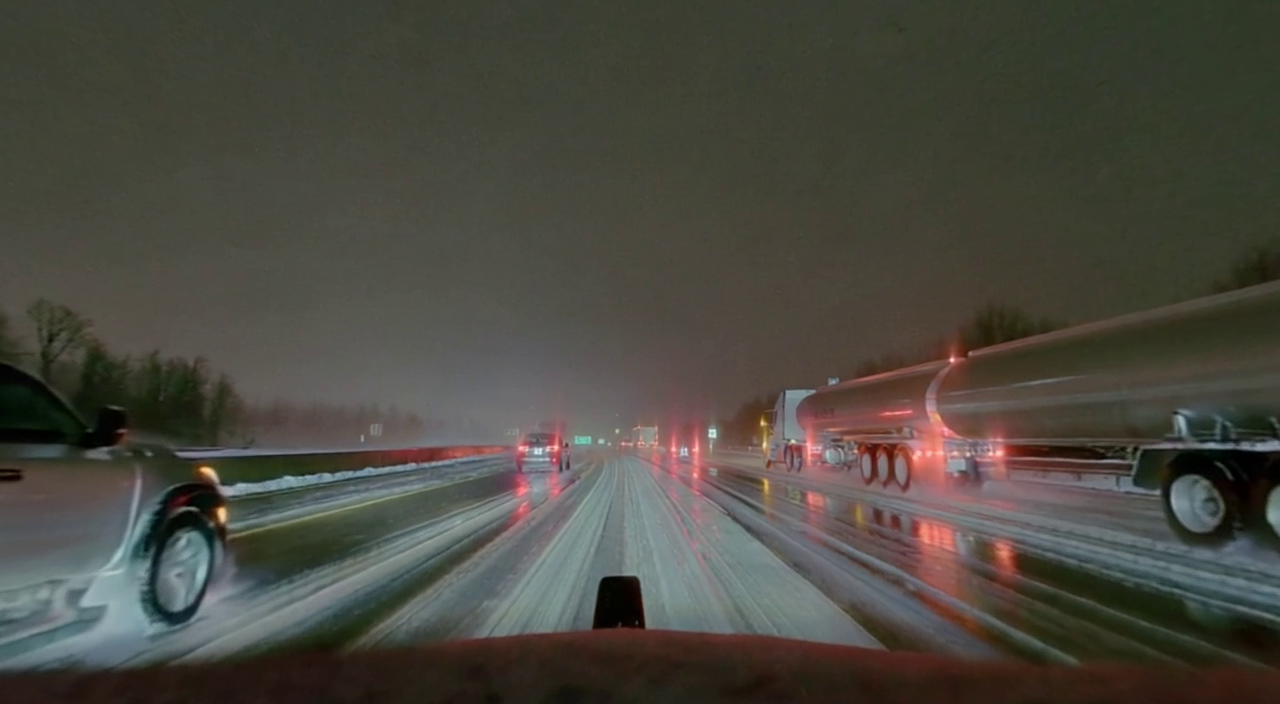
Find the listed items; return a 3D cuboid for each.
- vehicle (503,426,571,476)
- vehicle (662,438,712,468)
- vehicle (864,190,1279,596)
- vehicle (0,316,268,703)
[{"bbox_3d":[-4.115,4.053,26.025,2.149,1.843,4.348,0,-8,-1],"label":"vehicle"},{"bbox_3d":[2.465,5.416,34.131,2.053,1.510,4.400,0,-8,-4],"label":"vehicle"},{"bbox_3d":[7.410,1.054,10.477,3.554,3.573,10.307,0,-8,0],"label":"vehicle"},{"bbox_3d":[-4.371,0.633,2.087,2.684,1.839,5.803,0,-8,1],"label":"vehicle"}]
